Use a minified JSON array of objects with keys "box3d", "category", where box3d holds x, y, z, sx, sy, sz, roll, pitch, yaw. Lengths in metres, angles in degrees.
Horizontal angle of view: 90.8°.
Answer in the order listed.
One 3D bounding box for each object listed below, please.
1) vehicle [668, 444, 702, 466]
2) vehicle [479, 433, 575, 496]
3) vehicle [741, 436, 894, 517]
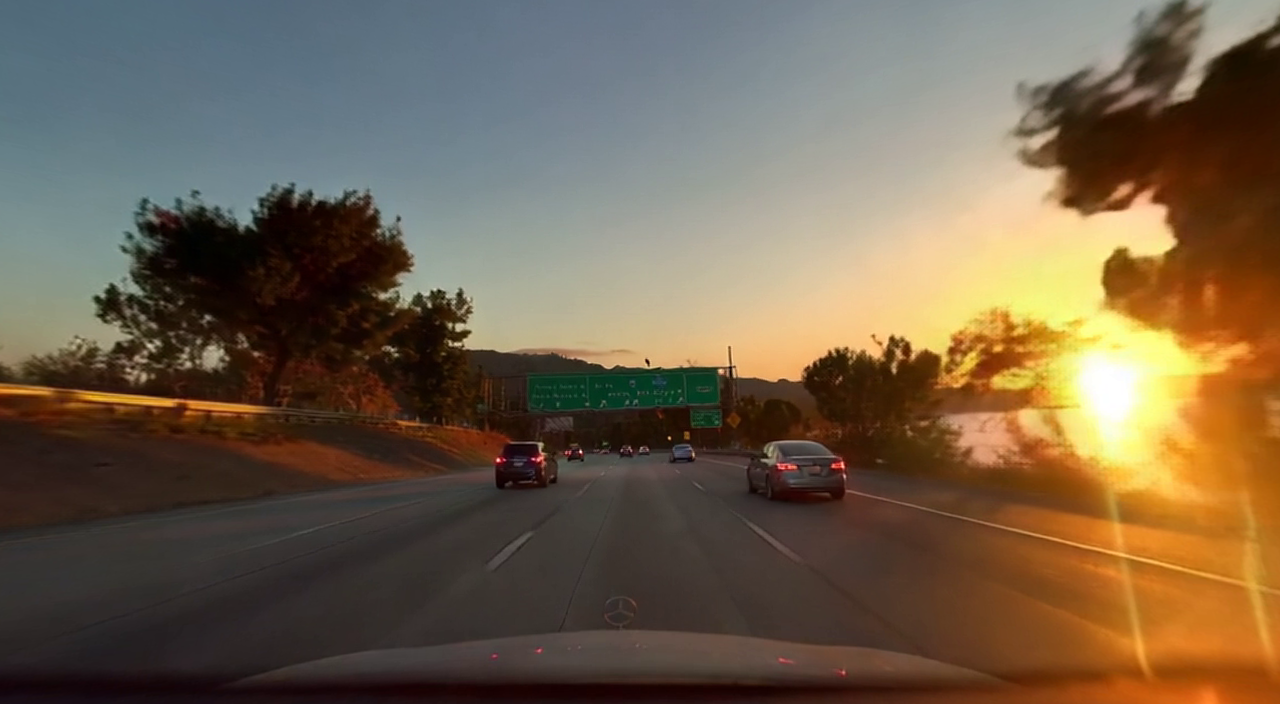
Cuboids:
[{"box3d":[3.217,7.393,45.541,2.021,1.447,3.985,0,-9,-2],"category":"vehicle"},{"box3d":[-3.416,3.514,20.100,2.244,1.755,4.417,0,-9,0],"category":"vehicle"},{"box3d":[3.598,2.603,13.737,1.947,1.437,4.345,0,-9,-2],"category":"vehicle"}]
